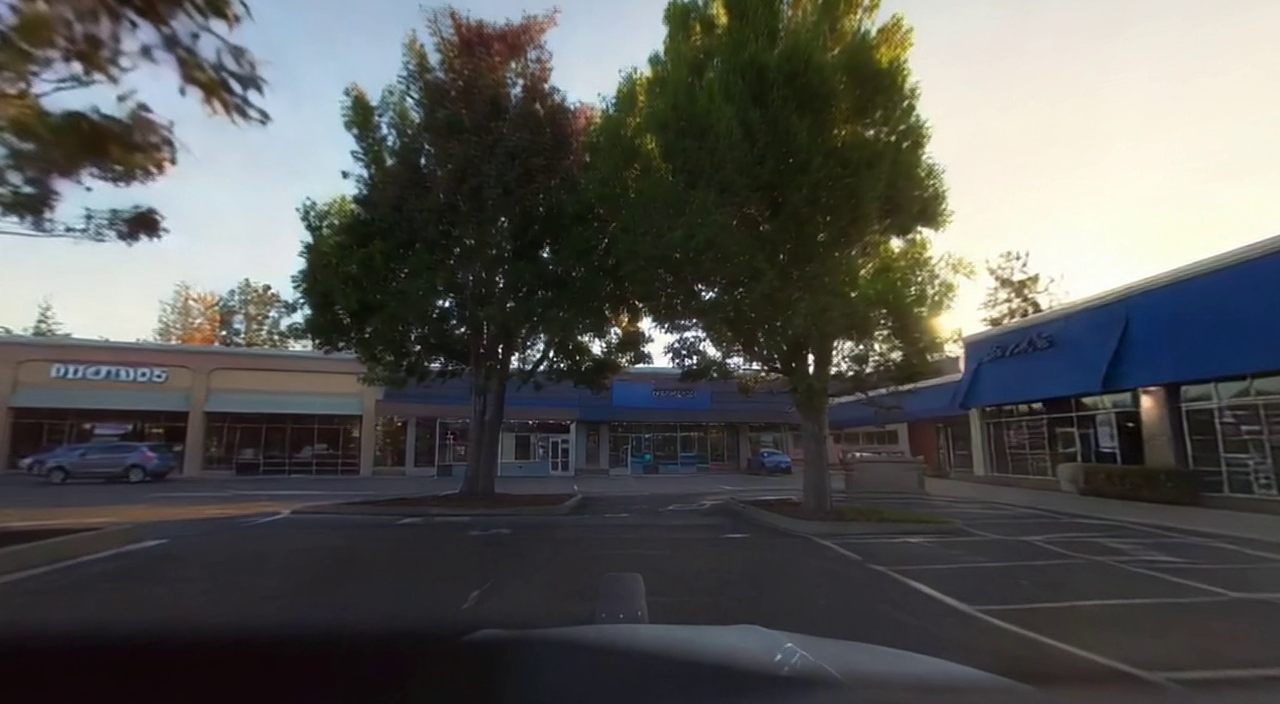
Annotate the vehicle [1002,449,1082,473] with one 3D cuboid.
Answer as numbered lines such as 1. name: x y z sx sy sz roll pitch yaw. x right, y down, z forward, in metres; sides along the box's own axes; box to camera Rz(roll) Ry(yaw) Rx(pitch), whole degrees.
1. vehicle: 26.843 7.276 42.373 1.845 1.463 4.399 1 -8 -12
